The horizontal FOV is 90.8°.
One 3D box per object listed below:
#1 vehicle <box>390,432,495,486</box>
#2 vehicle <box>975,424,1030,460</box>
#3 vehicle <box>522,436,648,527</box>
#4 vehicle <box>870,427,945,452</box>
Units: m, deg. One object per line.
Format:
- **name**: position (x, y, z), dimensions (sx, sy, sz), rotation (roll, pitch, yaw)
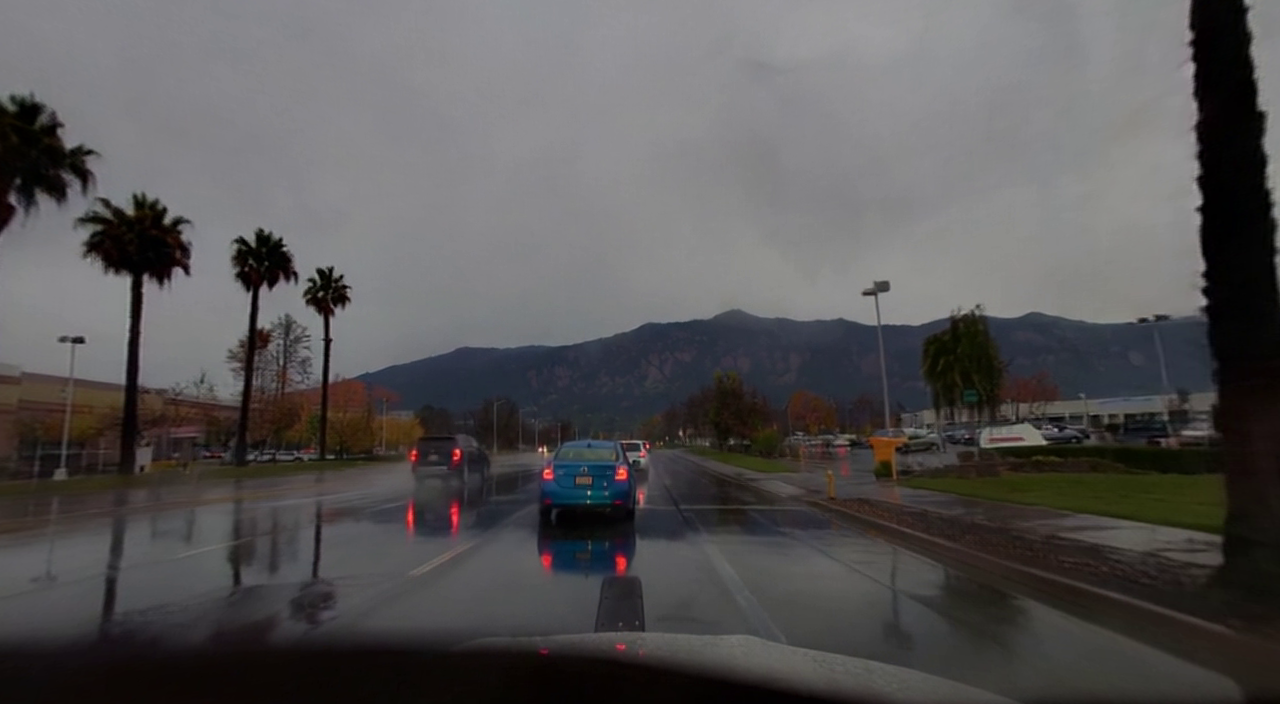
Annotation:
- **vehicle**: position (-7.724, 4.249, 25.416), dimensions (2.400, 1.900, 5.325), rotation (0, -8, 1)
- **vehicle**: position (16.861, 4.186, 29.318), dimensions (1.961, 1.526, 4.640), rotation (-5, -10, 30)
- **vehicle**: position (-0.986, 2.415, 12.362), dimensions (2.067, 1.459, 3.886), rotation (0, -8, -3)
- **vehicle**: position (19.063, 6.274, 45.152), dimensions (1.925, 1.652, 4.490), rotation (6, -10, -35)
